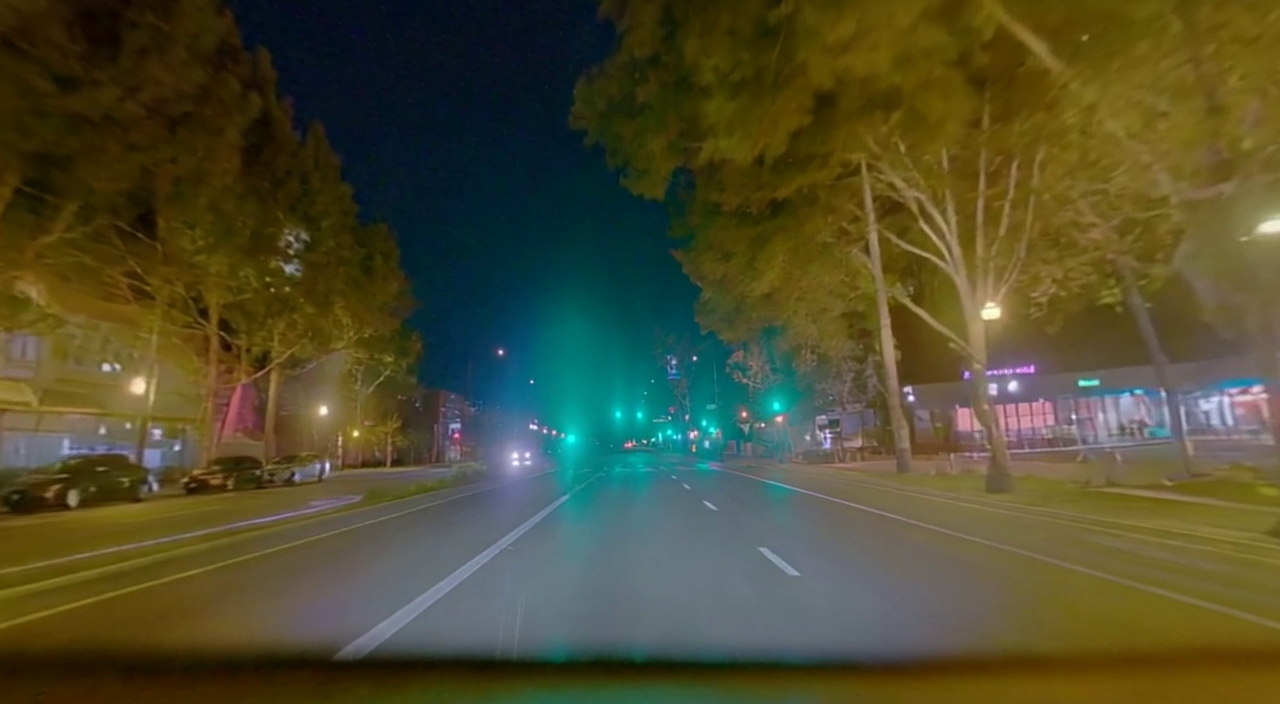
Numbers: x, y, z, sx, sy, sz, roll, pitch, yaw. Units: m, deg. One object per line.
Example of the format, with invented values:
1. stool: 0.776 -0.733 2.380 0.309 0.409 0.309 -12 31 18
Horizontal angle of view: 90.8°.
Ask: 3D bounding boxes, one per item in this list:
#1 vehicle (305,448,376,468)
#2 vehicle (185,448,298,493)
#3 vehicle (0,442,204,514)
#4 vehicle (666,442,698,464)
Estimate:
1. vehicle: -22.743 8.059 48.051 4.420 1.466 2.016 -1 -8 8
2. vehicle: -15.600 4.602 25.027 1.831 1.599 4.080 0 -8 0
3. vehicle: -15.384 3.494 18.180 1.978 1.760 5.097 0 -8 1
4. vehicle: 2.988 7.283 45.519 1.945 1.490 3.817 0 -8 -1
